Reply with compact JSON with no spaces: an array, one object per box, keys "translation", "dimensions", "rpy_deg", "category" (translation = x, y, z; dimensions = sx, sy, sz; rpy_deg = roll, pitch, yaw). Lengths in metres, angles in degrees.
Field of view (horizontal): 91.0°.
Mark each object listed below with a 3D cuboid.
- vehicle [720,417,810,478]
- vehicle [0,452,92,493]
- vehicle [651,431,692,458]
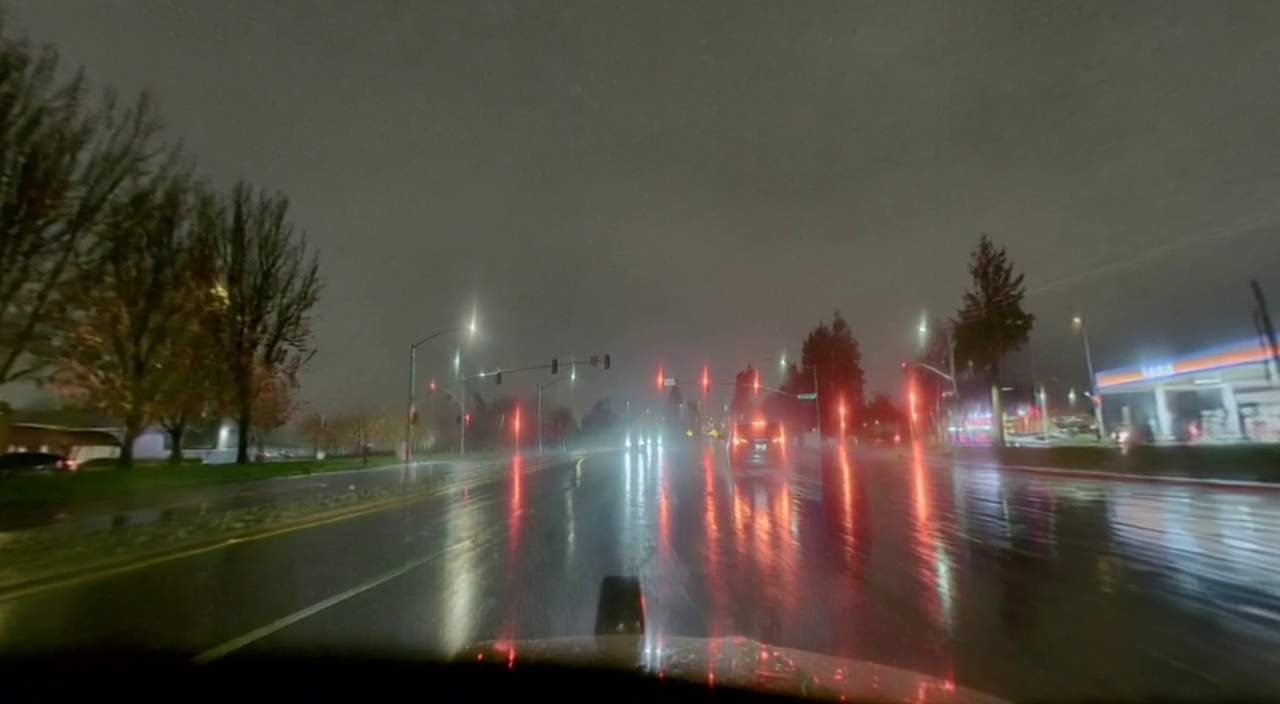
[{"translation":[3.805,2.992,19.940],"dimensions":[2.213,1.715,4.242],"rpy_deg":[-1,-8,4],"category":"vehicle"},{"translation":[-24.623,4.875,25.844],"dimensions":[4.538,1.469,1.912],"rpy_deg":[-5,-9,33],"category":"vehicle"},{"translation":[1.911,5.460,37.200],"dimensions":[2.100,1.469,3.872],"rpy_deg":[-1,-8,7],"category":"vehicle"}]
